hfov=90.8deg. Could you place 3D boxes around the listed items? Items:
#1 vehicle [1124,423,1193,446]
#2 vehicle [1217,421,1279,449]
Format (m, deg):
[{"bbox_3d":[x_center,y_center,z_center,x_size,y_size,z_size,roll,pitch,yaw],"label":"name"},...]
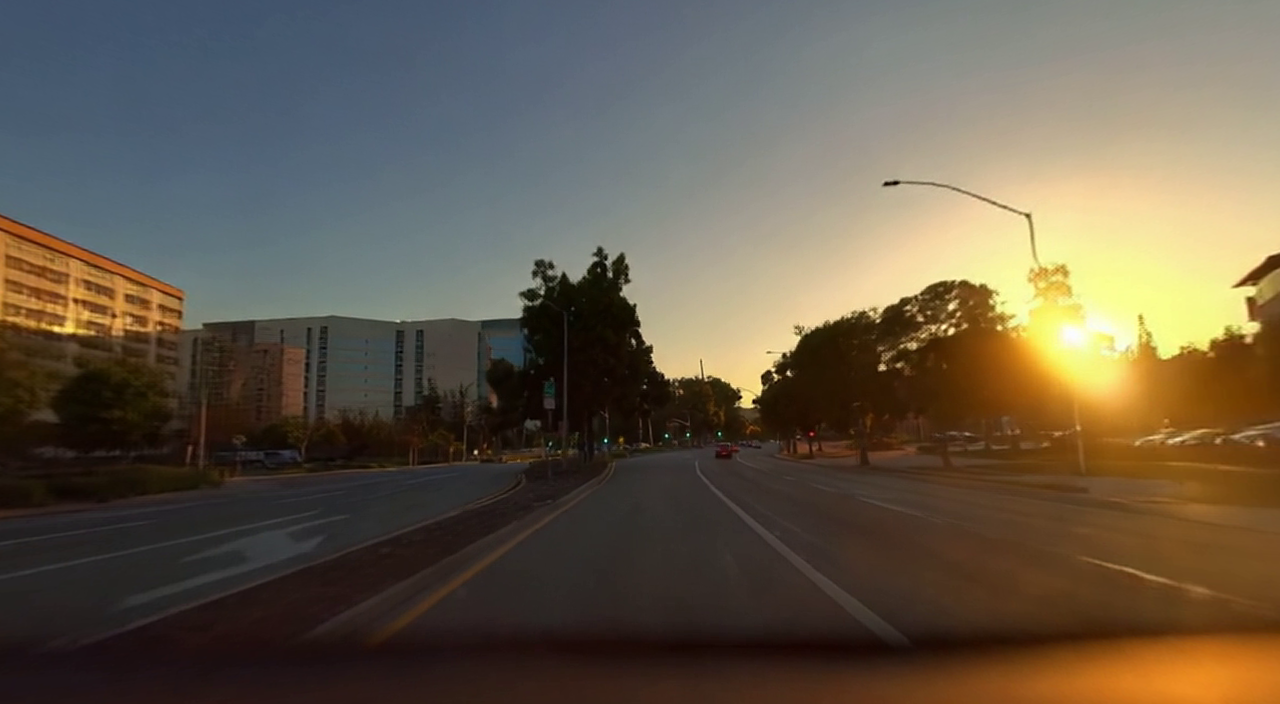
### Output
[{"bbox_3d":[32.666,5.216,39.823,3.328,1.385,1.570,1,-9,-15],"label":"vehicle"},{"bbox_3d":[34.523,4.615,35.164,3.644,1.465,1.635,0,-9,-14],"label":"vehicle"}]
